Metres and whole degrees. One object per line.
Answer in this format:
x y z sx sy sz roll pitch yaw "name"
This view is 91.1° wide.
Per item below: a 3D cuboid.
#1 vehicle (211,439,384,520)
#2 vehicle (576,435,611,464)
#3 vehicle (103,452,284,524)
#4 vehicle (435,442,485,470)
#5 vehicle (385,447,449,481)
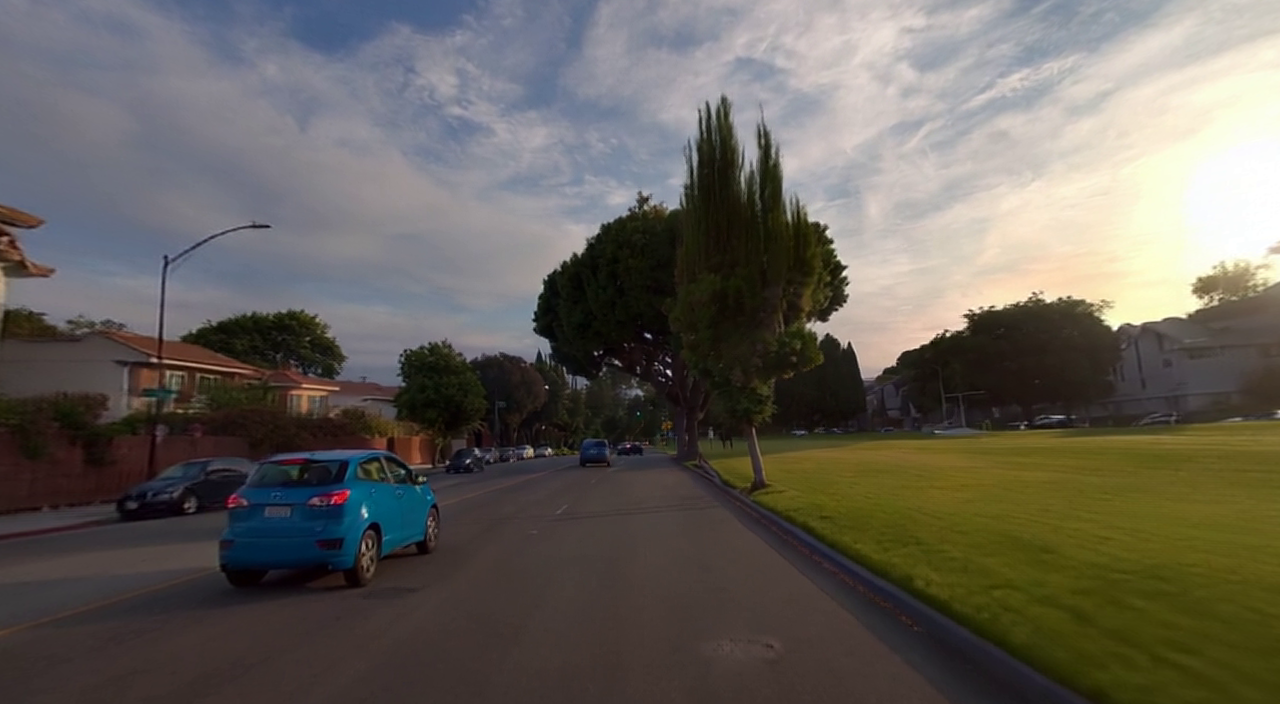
-9.108 3.393 17.320 2.019 1.907 4.697 0 -9 1 "vehicle"
-3.025 6.479 41.838 1.908 1.809 4.230 0 -8 1 "vehicle"
-12.298 3.699 17.757 1.910 1.462 4.581 -4 -7 -2 "vehicle"
-12.277 7.133 43.054 2.066 1.785 4.608 0 -9 0 "vehicle"
-12.335 6.208 35.062 2.106 1.701 4.629 0 -8 -3 "vehicle"
